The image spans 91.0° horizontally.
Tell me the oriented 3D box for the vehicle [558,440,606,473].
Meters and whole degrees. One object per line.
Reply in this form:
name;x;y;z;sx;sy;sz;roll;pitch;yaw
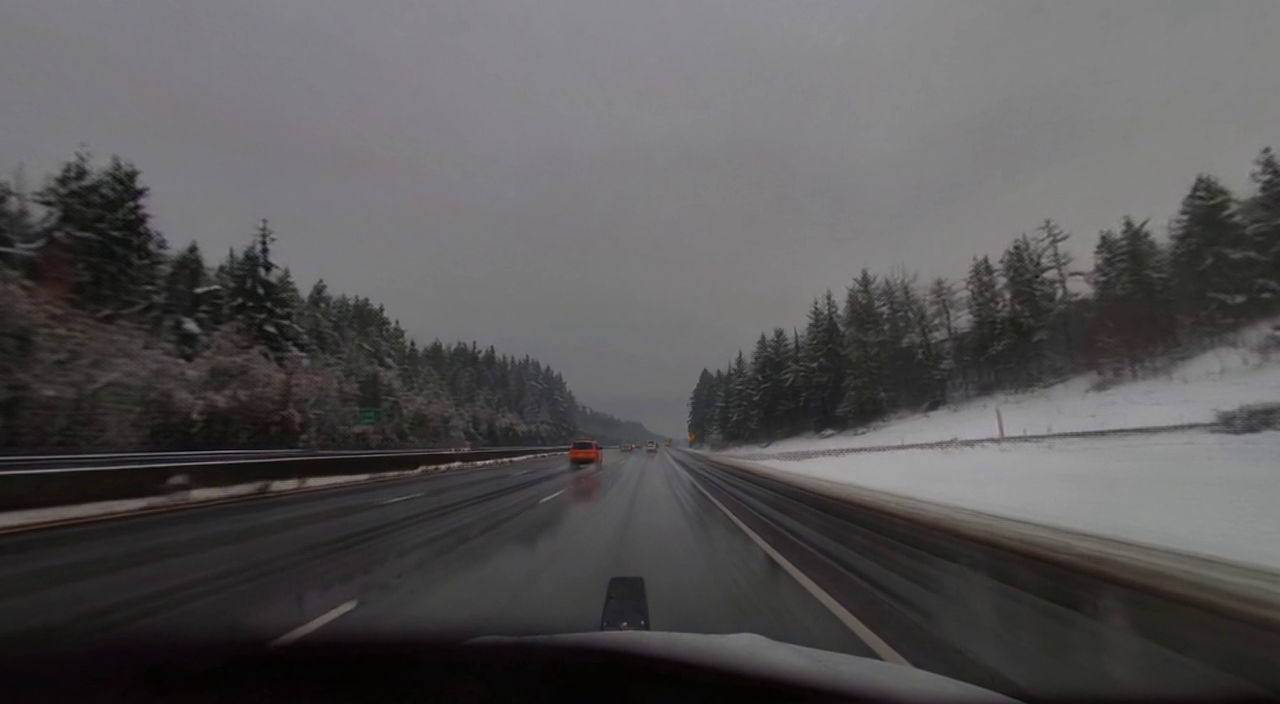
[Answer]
vehicle;-2.923;5.356;32.534;2.015;1.561;4.469;0;-8;0
